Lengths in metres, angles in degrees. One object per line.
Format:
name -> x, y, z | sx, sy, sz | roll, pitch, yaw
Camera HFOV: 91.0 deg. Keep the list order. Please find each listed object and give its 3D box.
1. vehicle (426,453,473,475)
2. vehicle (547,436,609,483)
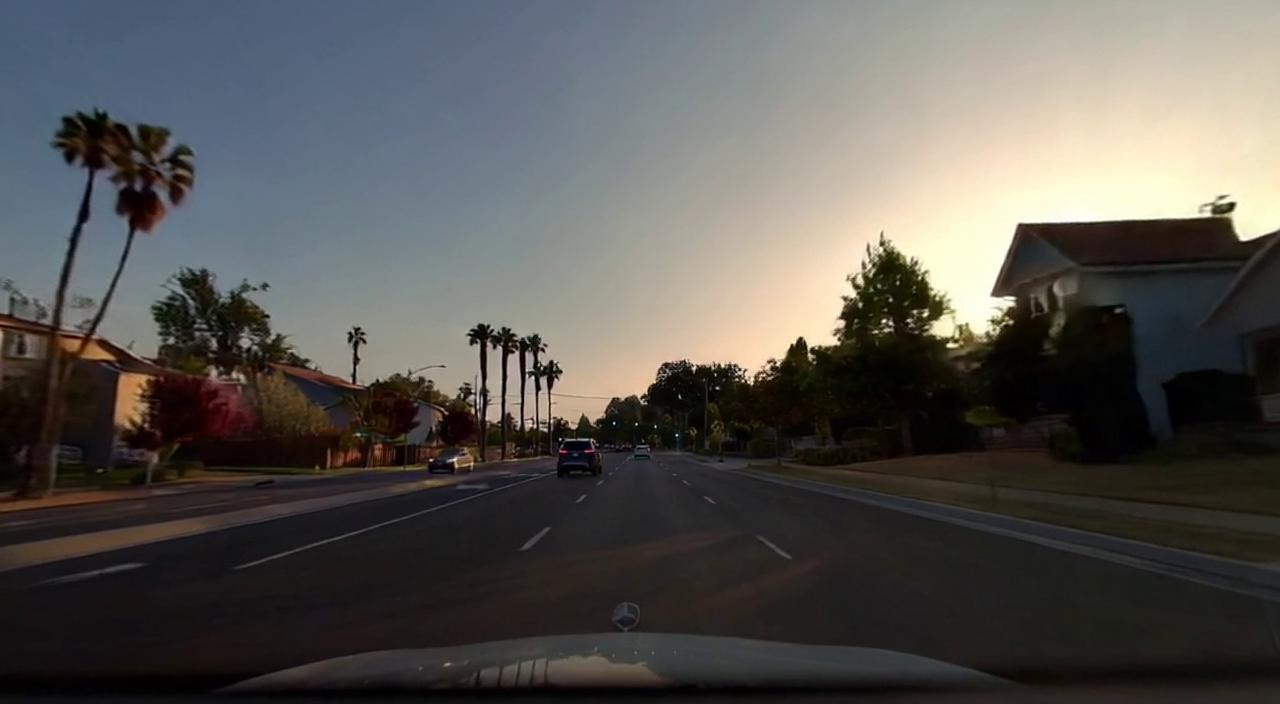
vehicle -> -14.172, 8.366, 47.248 | 1.962, 1.511, 4.802 | 0, -9, 1
vehicle -> -2.784, 5.037, 29.746 | 2.370, 1.968, 5.698 | 0, -9, 0
